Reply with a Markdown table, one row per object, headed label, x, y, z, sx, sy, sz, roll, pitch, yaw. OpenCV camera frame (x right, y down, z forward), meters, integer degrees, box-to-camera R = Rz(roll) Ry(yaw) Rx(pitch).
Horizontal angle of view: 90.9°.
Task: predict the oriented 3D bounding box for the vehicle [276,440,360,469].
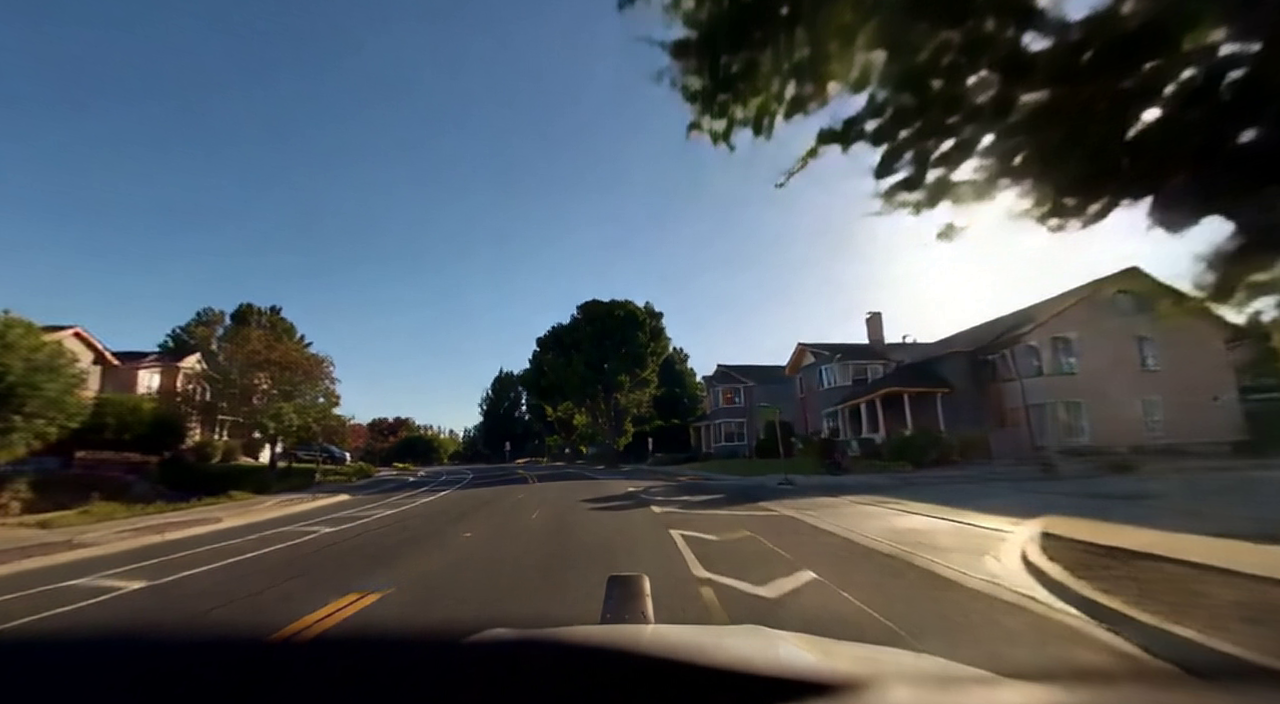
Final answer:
| label | x | y | z | sx | sy | sz | roll | pitch | yaw |
| --- | --- | --- | --- | --- | --- | --- | --- | --- | --- |
| vehicle | -21.644 | 6.891 | 42.407 | 4.562 | 1.857 | 2.129 | -2 | -9 | 11 |
